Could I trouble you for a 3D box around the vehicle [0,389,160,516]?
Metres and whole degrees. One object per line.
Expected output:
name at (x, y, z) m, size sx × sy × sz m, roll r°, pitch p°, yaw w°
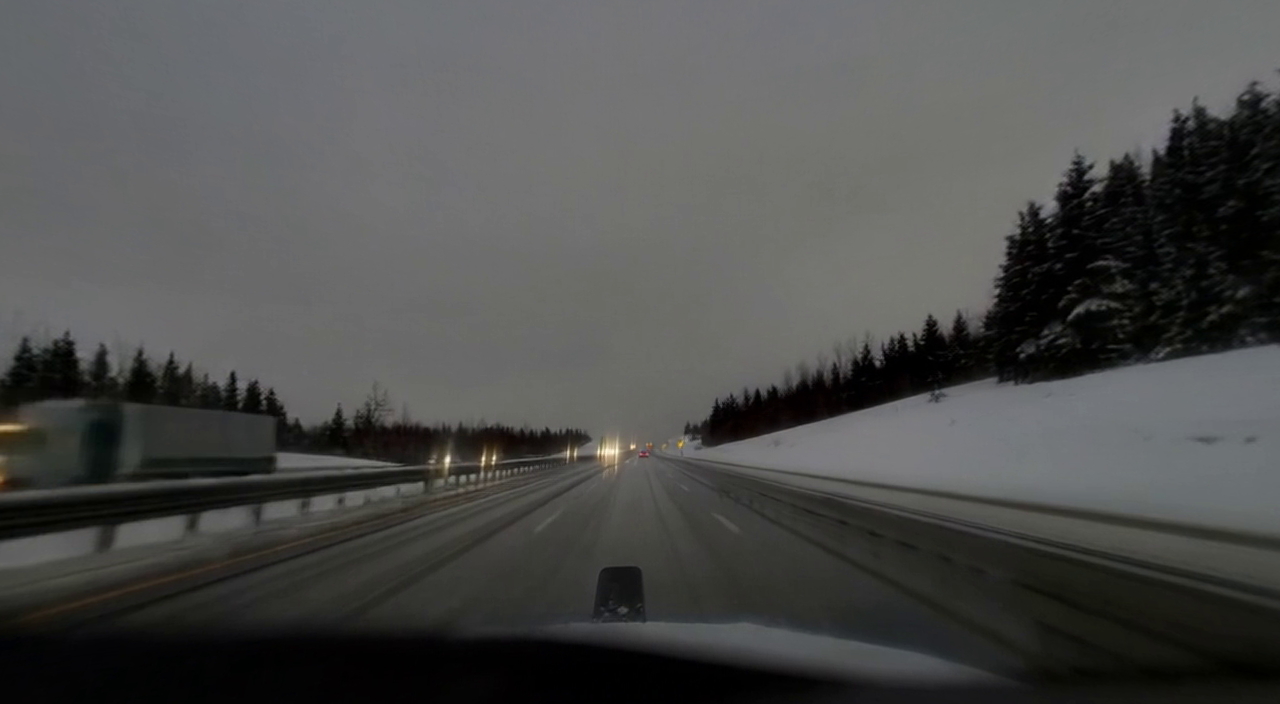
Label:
vehicle at (-19.560, 3.309, 20.652) m, size 2.894 × 3.573 × 5.913 m, roll -2°, pitch -9°, yaw 0°
